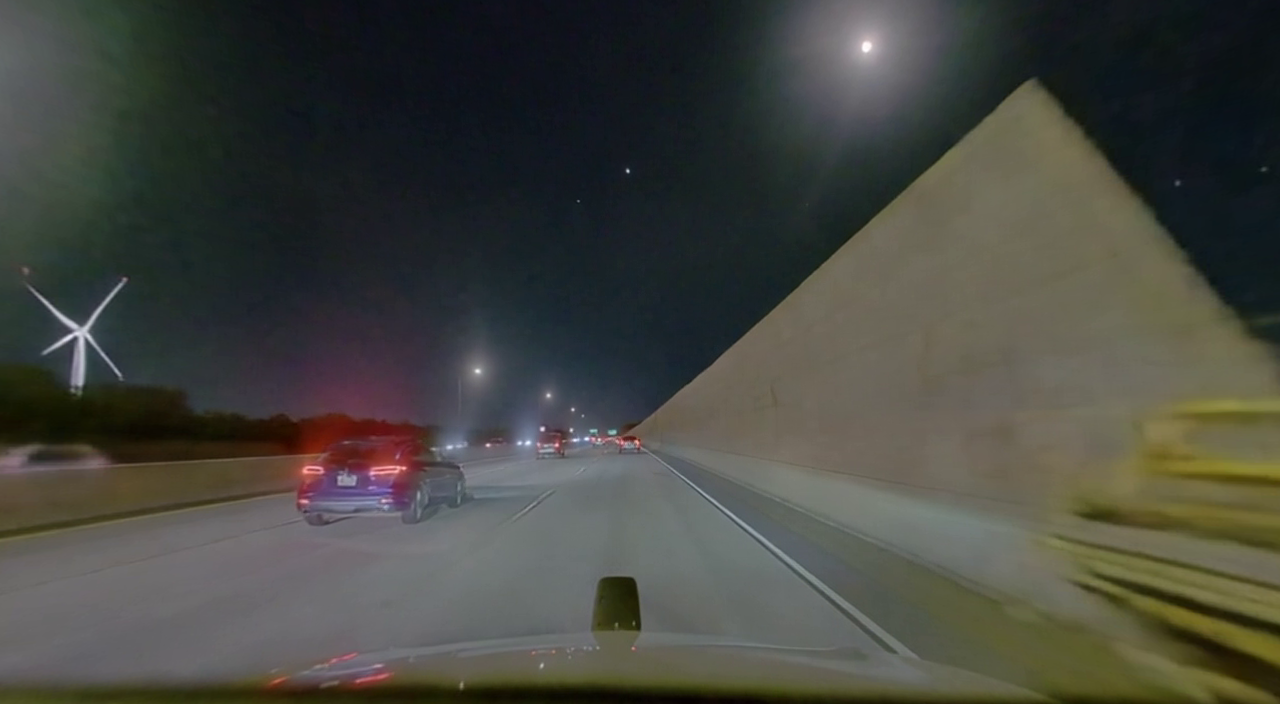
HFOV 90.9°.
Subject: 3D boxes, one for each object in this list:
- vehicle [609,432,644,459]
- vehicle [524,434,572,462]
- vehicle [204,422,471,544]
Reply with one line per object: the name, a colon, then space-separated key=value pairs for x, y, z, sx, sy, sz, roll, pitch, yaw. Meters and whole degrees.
vehicle: x=-0.839 y=5.683 z=38.554 sx=2.027 sy=1.550 sz=3.607 roll=0 pitch=-8 yaw=-1
vehicle: x=-4.902 y=5.190 z=34.186 sx=2.059 sy=1.436 sz=3.802 roll=0 pitch=-8 yaw=-1
vehicle: x=-4.306 y=1.911 z=10.025 sx=1.998 sy=1.468 sz=4.635 roll=0 pitch=-8 yaw=-1
